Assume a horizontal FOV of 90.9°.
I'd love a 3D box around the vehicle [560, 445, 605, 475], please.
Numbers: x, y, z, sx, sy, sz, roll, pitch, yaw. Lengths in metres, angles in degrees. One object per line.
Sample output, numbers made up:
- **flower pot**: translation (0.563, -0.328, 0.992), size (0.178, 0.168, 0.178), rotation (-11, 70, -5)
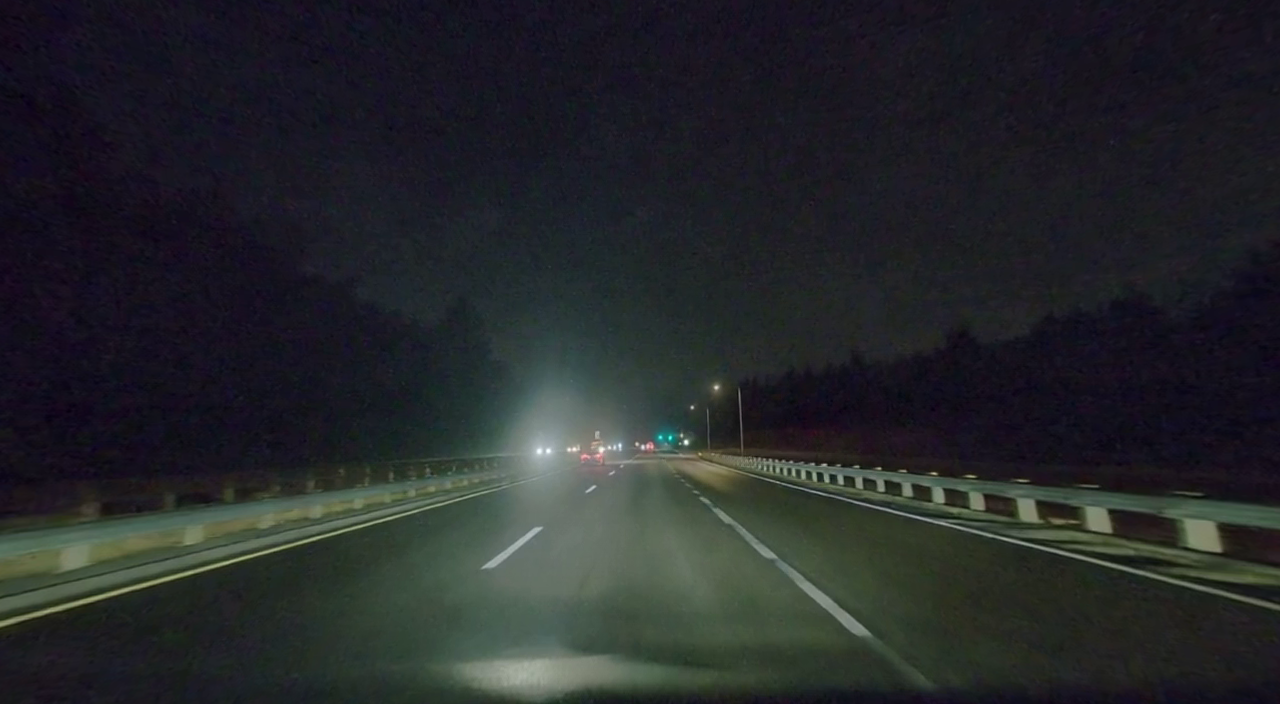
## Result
- **vehicle**: translation (-3.003, 5.774, 33.915), size (1.991, 1.473, 4.707), rotation (0, -9, 0)
